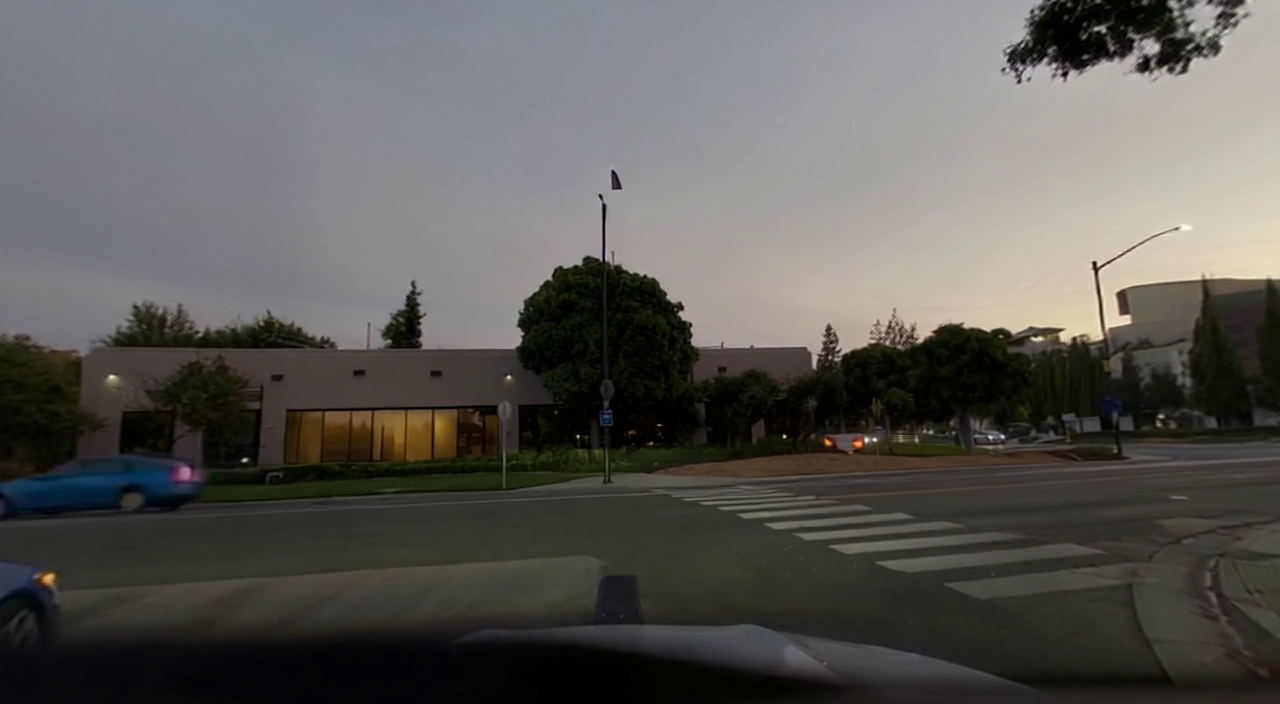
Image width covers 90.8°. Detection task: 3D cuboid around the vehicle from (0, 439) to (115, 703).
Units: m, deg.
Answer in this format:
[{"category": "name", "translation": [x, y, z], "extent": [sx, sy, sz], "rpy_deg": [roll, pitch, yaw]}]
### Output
[{"category": "vehicle", "translation": [-3.402, 0.808, 0.814], "extent": [2.069, 1.413, 5.006], "rpy_deg": [2, -9, -13]}]
